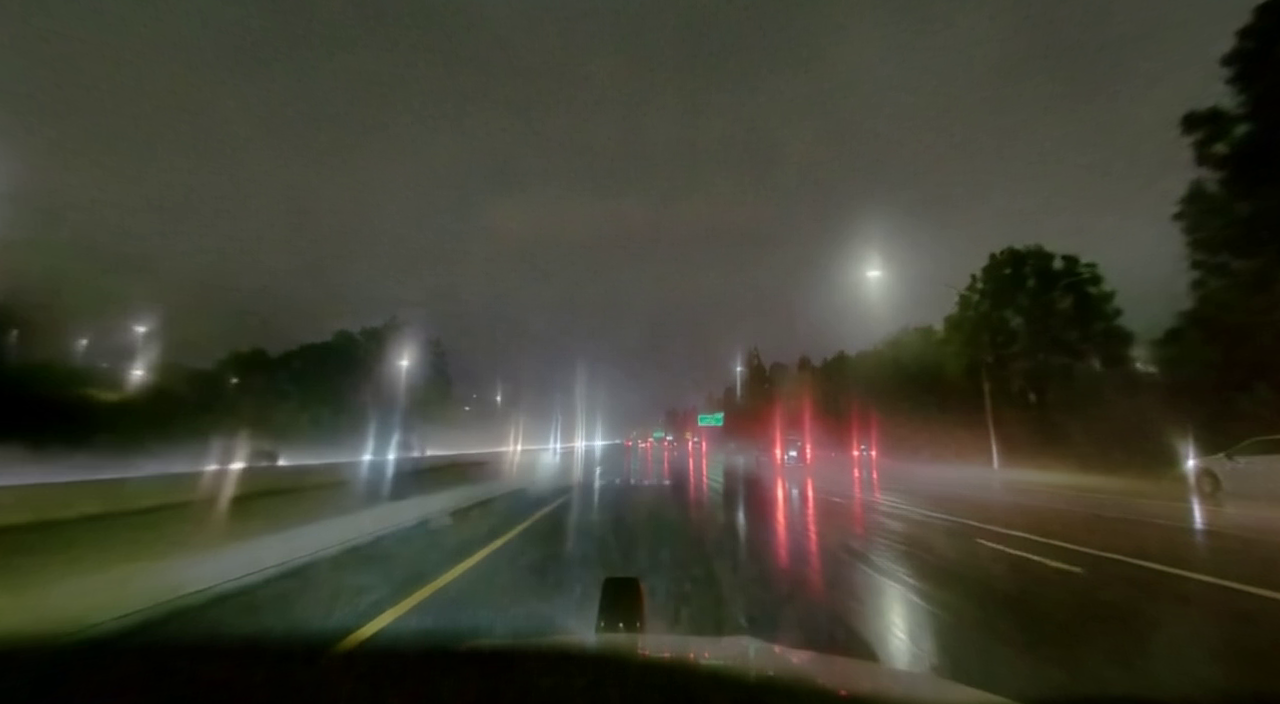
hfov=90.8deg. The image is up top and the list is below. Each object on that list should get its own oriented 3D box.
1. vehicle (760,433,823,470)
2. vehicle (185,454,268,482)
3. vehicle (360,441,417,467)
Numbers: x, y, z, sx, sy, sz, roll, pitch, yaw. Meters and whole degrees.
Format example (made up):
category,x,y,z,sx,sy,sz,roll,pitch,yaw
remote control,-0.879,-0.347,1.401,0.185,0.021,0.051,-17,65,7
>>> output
category,x,y,z,sx,sy,sz,roll,pitch,yaw
vehicle,7.998,5.307,33.880,2.098,1.820,4.505,1,-9,-2
vehicle,-24.883,6.965,38.280,1.922,1.525,4.595,0,-8,0
vehicle,-17.187,7.007,43.431,1.996,1.697,4.653,0,-9,0
